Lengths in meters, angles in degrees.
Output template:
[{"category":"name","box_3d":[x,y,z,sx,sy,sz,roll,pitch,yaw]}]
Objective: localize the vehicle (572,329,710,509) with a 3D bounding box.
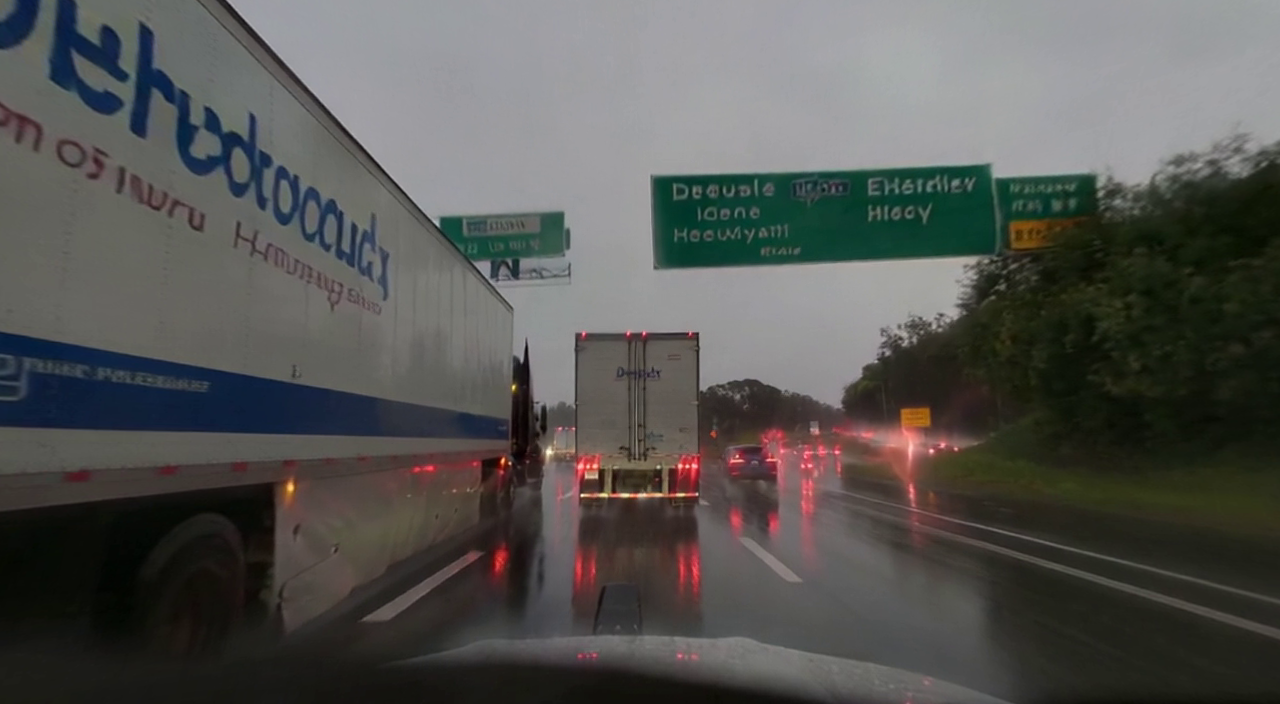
[{"category":"vehicle","box_3d":[-0.033,2.133,18.409,2.910,3.828,9.805,0,-9,-1]}]

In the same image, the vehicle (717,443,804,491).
[{"category":"vehicle","box_3d":[3.966,3.849,21.608,2.010,1.446,4.579,0,-9,-1]}]

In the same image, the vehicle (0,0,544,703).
[{"category":"vehicle","box_3d":[-4.086,0.646,9.075,2.873,4.107,15.970,0,-9,0]}]
